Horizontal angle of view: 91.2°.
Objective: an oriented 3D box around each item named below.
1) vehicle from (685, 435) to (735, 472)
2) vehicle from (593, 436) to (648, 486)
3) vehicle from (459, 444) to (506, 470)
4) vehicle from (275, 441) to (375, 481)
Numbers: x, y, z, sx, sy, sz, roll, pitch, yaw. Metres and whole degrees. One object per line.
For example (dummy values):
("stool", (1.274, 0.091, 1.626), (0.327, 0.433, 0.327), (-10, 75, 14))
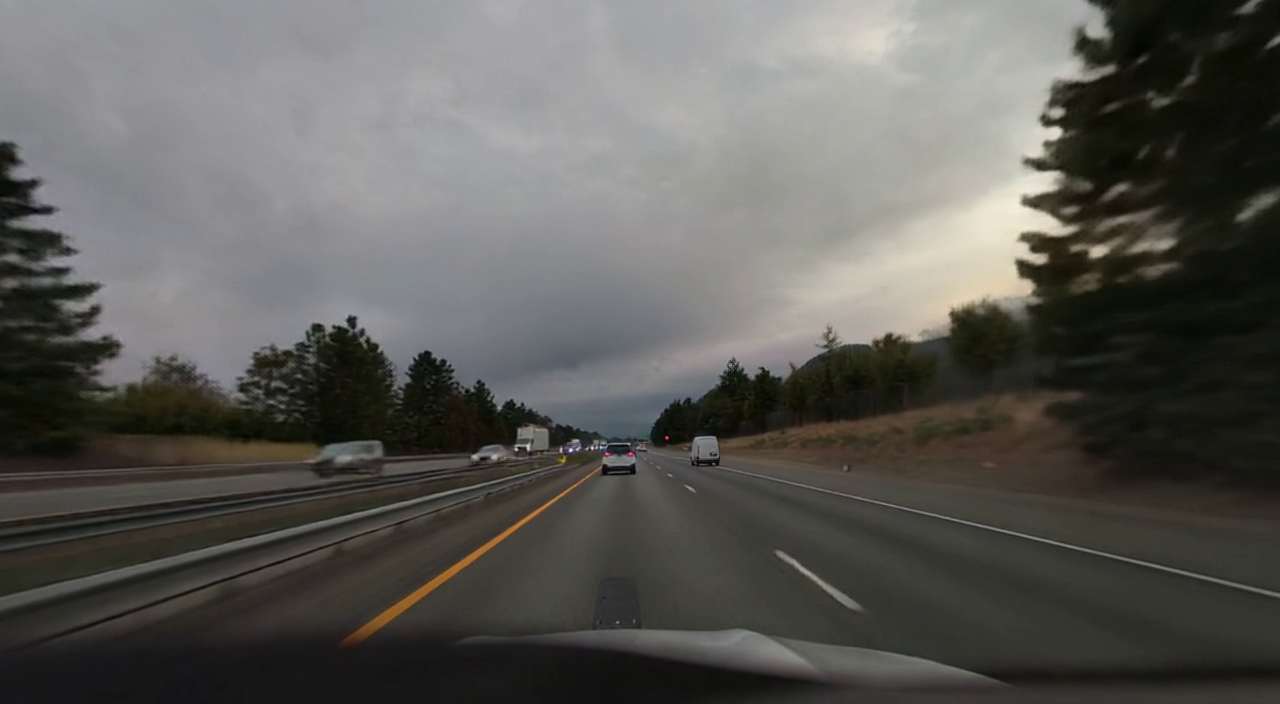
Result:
("vehicle", (3.832, 5.667, 35.213), (2.179, 1.930, 4.538), (0, -9, -1))
("vehicle", (-0.719, 4.180, 24.317), (1.963, 1.711, 4.284), (0, -9, -1))
("vehicle", (-9.675, 6.458, 38.731), (1.876, 1.507, 4.031), (0, -9, -1))
("vehicle", (-13.679, 4.740, 27.597), (1.932, 1.561, 4.735), (0, -9, 0))
